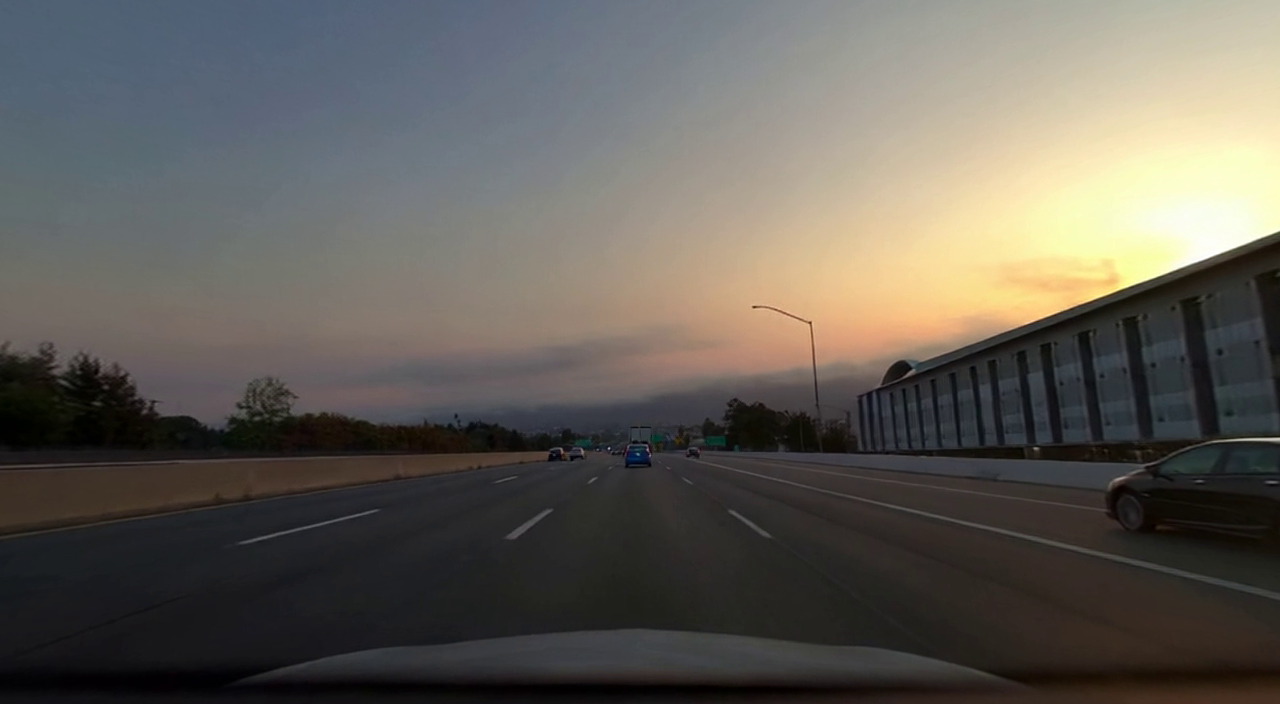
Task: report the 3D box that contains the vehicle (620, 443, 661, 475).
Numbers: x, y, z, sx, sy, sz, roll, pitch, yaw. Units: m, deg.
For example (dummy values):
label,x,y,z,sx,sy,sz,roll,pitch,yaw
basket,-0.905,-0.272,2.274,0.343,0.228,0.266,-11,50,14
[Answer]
label,x,y,z,sx,sy,sz,roll,pitch,yaw
vehicle,0.024,5.566,32.960,2.036,1.542,3.891,0,-8,0

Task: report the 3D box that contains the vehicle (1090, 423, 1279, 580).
label,x,y,z,sx,sy,sz,roll,pitch,yaw
vehicle,7.131,1.451,6.140,1.937,1.498,4.710,0,-8,-1
